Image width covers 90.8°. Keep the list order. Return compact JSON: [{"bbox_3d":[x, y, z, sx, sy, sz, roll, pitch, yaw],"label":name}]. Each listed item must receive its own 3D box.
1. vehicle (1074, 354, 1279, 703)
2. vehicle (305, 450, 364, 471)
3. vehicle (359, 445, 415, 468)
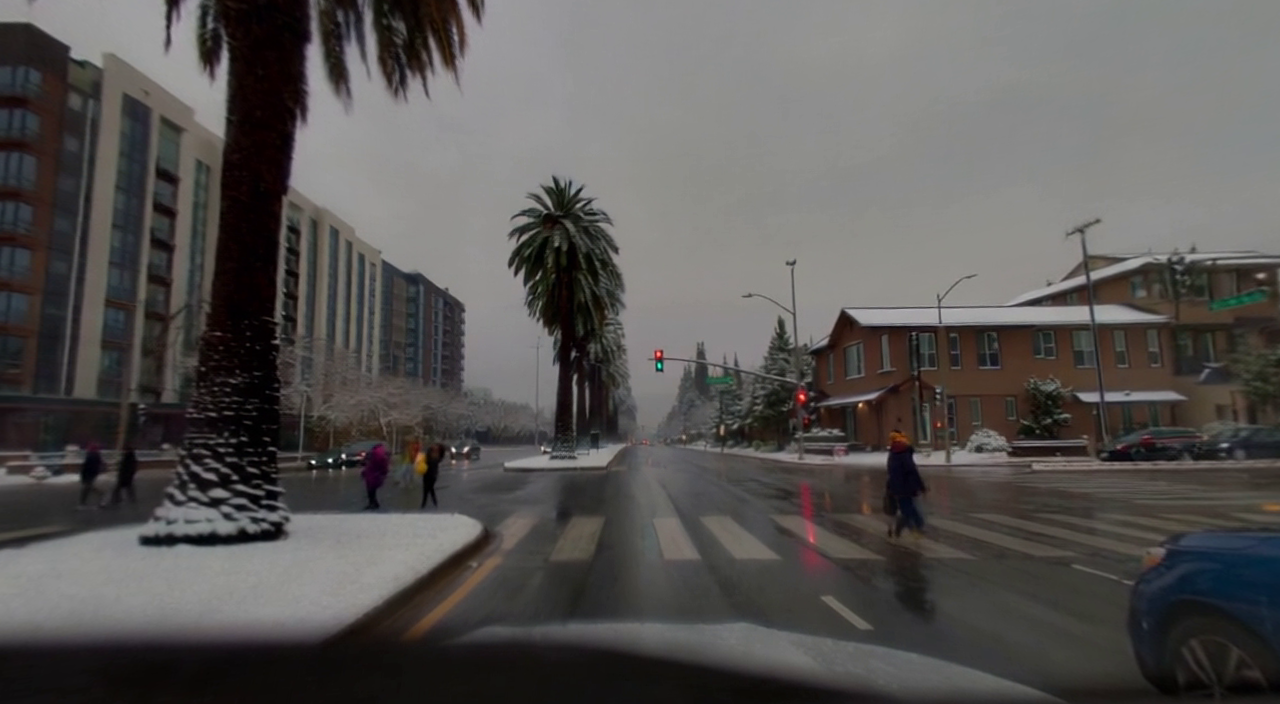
[{"bbox_3d":[3.313,0.662,1.129,2.060,1.631,4.169,0,-9,0],"label":"vehicle"},{"bbox_3d":[-23.649,8.427,49.186,1.955,1.480,5.163,0,-9,1],"label":"vehicle"},{"bbox_3d":[-19.730,8.169,49.488,2.357,1.678,5.014,0,-9,0],"label":"vehicle"}]
